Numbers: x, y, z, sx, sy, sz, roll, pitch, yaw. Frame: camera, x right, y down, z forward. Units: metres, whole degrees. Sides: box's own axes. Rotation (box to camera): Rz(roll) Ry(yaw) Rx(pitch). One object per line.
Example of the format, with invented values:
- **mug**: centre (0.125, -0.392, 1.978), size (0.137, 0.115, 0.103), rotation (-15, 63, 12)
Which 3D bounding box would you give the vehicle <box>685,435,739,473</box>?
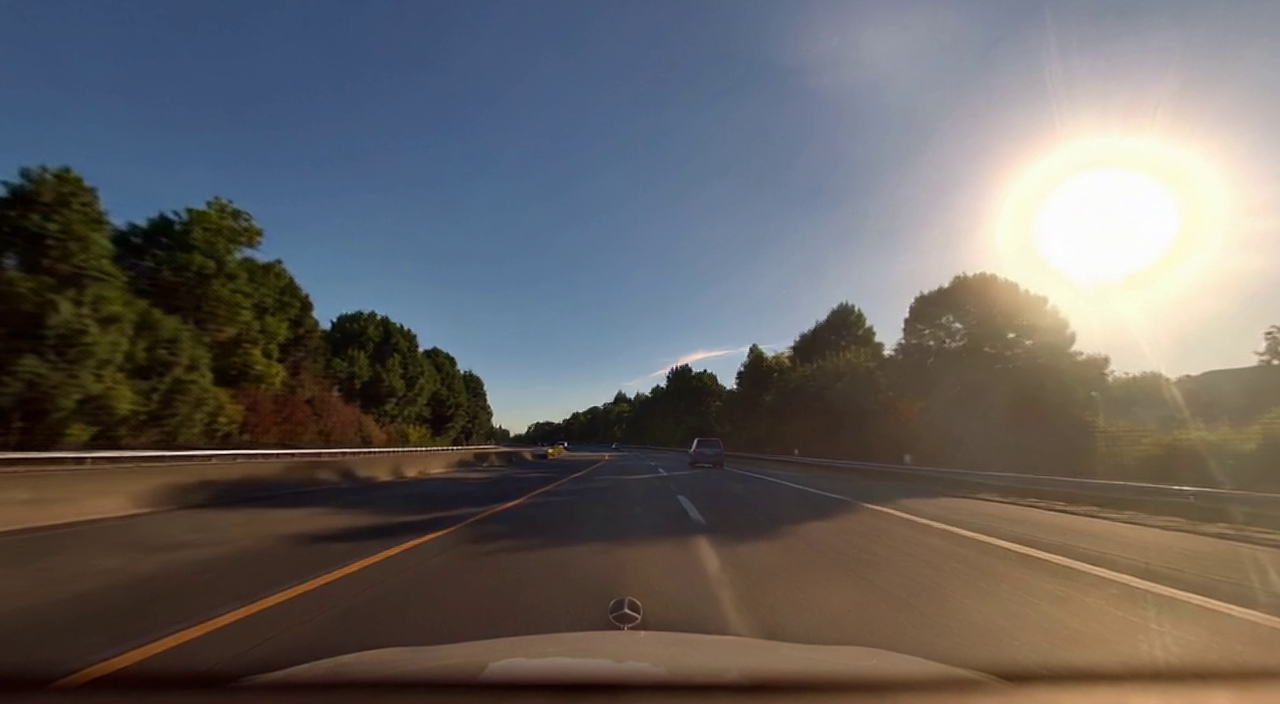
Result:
- **vehicle**: centre (3.484, 5.020, 31.202), size (2.079, 1.729, 4.380), rotation (0, -8, -1)
